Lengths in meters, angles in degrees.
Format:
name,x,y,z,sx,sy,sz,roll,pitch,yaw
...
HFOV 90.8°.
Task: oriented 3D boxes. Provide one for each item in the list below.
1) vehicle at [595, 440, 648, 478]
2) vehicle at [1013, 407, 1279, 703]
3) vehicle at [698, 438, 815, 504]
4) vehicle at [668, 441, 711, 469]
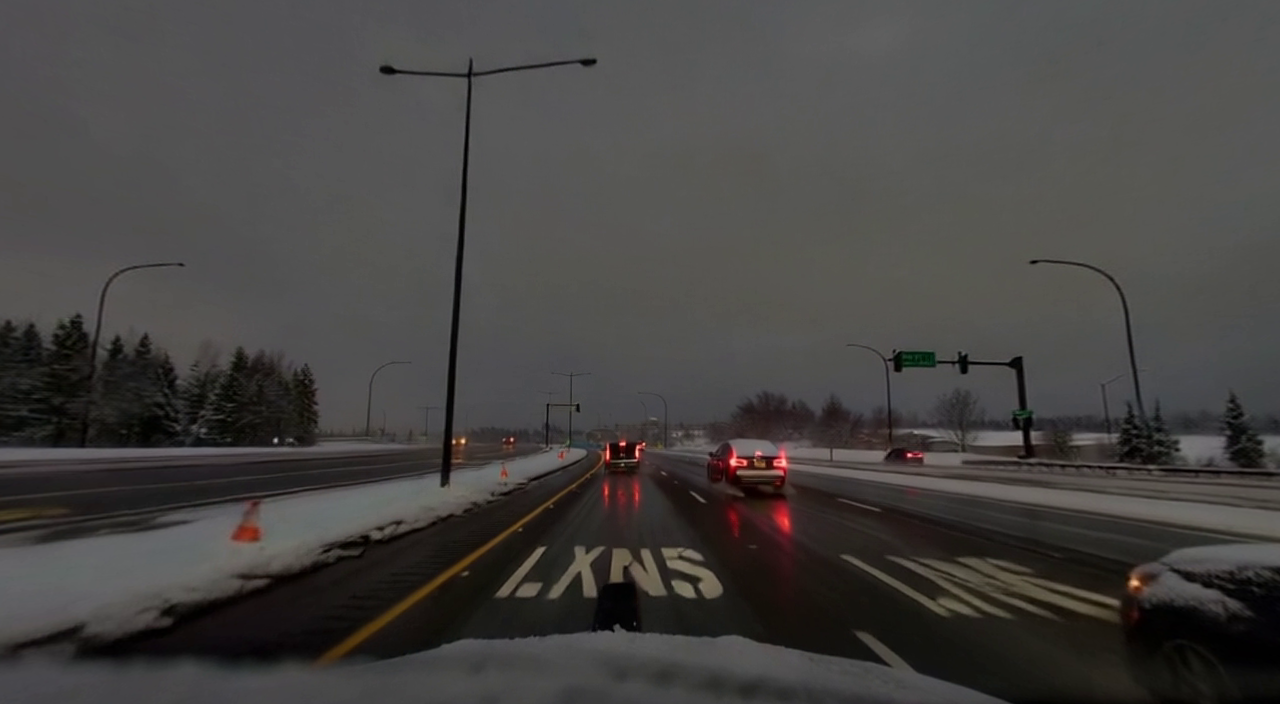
name,x,y,z,sx,sy,sz,roll,pitch,yaw
vehicle,-0.773,4.501,26.736,2.069,1.470,4.004,0,-8,-1
vehicle,3.280,0.836,1.618,1.996,1.455,4.281,0,-8,-1
vehicle,2.799,2.995,16.367,2.042,1.460,4.451,0,-8,-2
vehicle,2.779,5.867,36.056,1.916,1.487,4.117,0,-9,-3
